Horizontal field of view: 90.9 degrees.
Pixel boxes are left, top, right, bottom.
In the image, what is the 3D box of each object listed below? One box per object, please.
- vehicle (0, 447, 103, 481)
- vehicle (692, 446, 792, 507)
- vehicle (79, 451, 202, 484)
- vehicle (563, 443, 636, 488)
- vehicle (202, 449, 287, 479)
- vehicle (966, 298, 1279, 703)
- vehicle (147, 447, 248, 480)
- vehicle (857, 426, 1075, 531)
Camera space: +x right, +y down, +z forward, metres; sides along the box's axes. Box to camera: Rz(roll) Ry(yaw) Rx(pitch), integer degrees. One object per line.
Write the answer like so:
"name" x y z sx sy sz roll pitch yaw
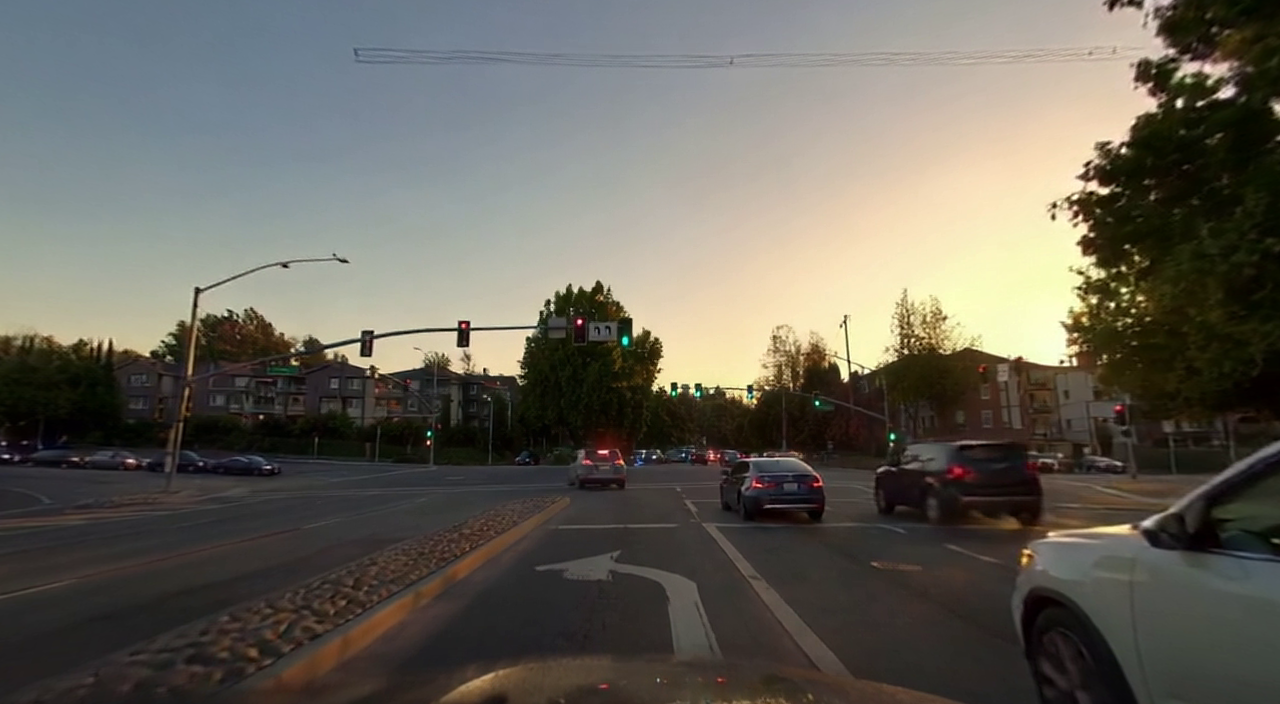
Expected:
"vehicle" -36.801 6.916 39.173 4.771 1.778 2.032 3 -8 -3
"vehicle" 2.692 3.419 17.814 2.009 1.480 4.423 0 -9 -1
"vehicle" -26.284 6.066 33.309 4.724 1.630 1.968 0 -9 -2
"vehicle" -1.808 4.746 26.694 2.099 1.705 4.020 3 -9 -19
"vehicle" -26.745 7.582 42.716 4.365 1.629 2.004 3 -8 0
"vehicle" 2.834 0.617 1.034 2.115 1.737 4.642 0 -9 0
"vehicle" -27.736 6.989 39.619 4.689 1.734 2.034 3 -8 -1
"vehicle" 6.572 2.591 13.503 2.105 1.830 4.610 0 -9 -1
